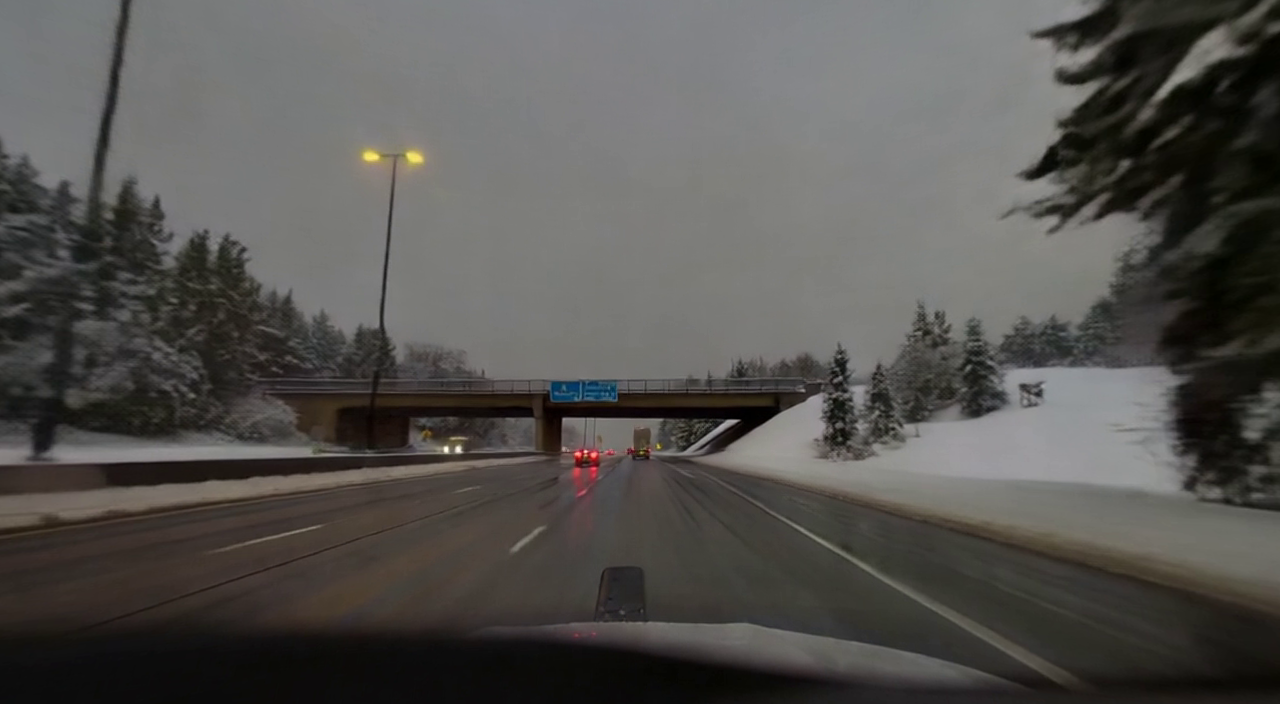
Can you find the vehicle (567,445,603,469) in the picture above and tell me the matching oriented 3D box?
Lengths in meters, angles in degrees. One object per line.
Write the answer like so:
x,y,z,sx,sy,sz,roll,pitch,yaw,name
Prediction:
-3.755,7.290,43.728,2.070,1.564,4.145,0,-9,0,vehicle
